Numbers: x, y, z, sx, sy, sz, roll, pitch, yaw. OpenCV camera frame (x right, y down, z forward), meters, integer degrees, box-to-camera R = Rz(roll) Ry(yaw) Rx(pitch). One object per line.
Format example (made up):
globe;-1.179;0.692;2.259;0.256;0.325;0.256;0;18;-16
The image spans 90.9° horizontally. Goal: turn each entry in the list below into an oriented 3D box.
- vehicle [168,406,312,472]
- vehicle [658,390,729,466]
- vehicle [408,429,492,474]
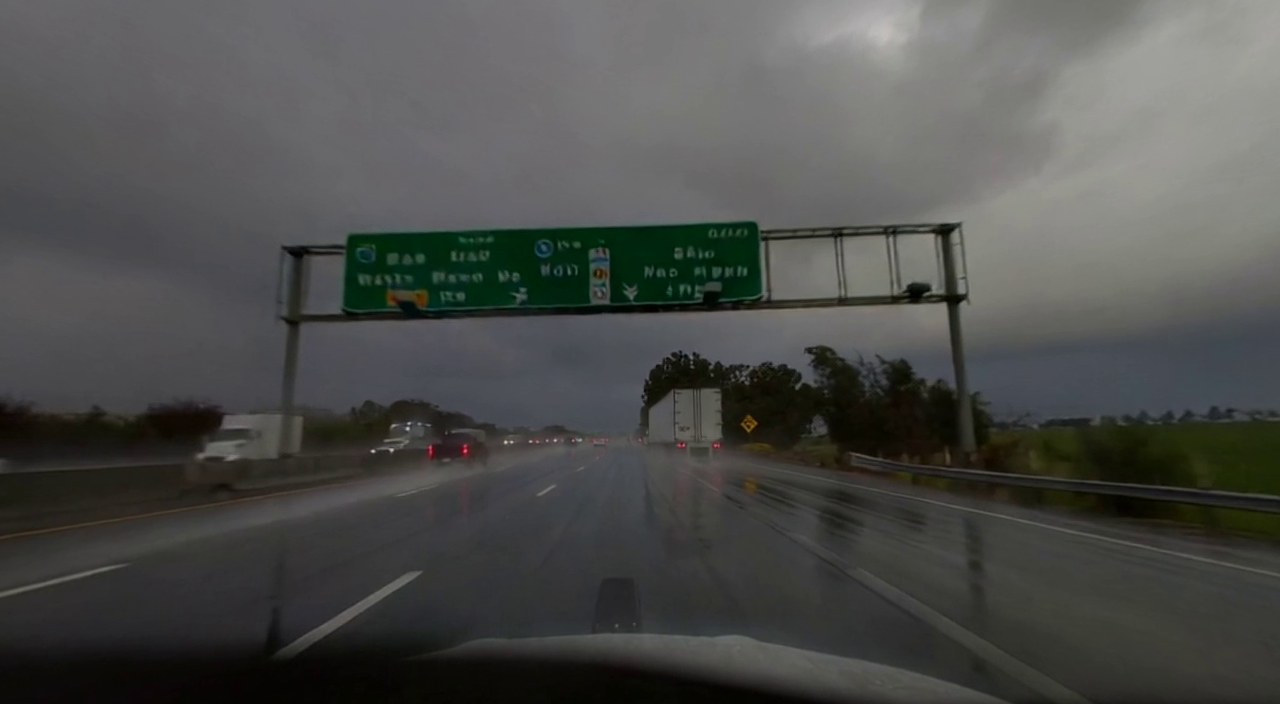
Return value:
vehicle;-23.297;5.143;37.460;2.898;3.444;8.348;0;-8;1
vehicle;2.819;4.551;37.337;2.760;3.710;12.230;0;-7;-2
vehicle;-7.625;4.025;25.831;2.076;1.636;4.597;0;-8;-1
